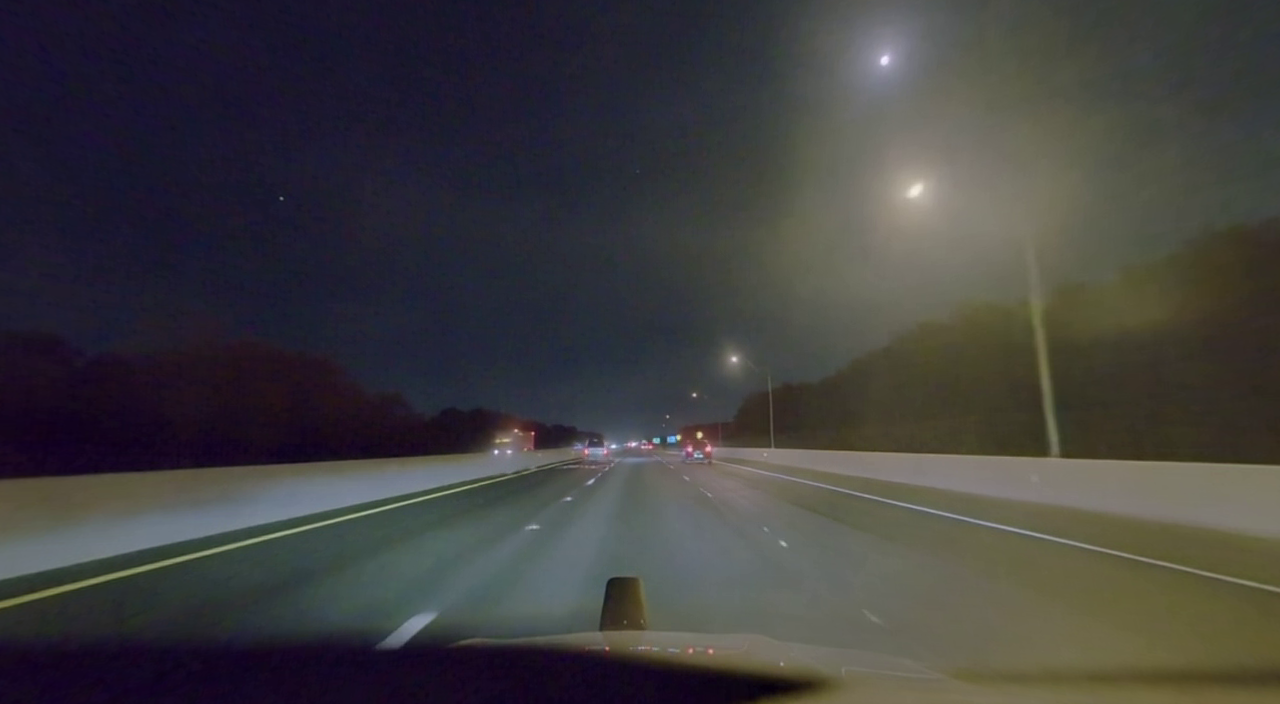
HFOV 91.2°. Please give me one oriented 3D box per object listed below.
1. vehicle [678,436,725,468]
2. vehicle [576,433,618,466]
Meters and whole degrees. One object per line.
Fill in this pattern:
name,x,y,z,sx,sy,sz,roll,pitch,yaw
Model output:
vehicle,3.349,5.576,35.064,2.202,1.682,4.188,0,-8,0
vehicle,-2.763,6.375,41.206,2.291,2.052,4.887,0,-8,2
